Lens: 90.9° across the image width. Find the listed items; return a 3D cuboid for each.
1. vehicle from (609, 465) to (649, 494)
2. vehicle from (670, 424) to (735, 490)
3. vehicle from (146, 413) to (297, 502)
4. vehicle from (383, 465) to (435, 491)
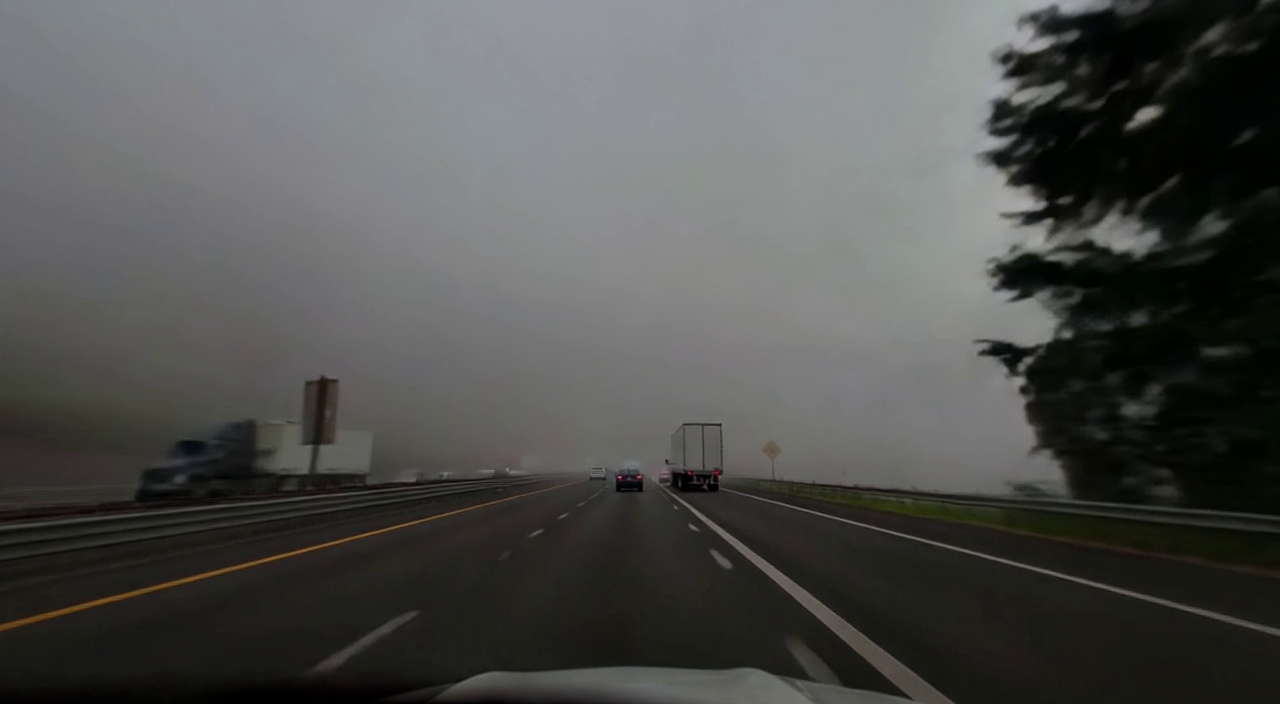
[{"bbox_3d":[-0.605,6.902,34.314,2.010,1.436,3.973,1,-10,-1],"label":"vehicle"},{"bbox_3d":[4.239,7.870,46.651,3.218,4.001,14.492,1,-10,0],"label":"vehicle"},{"bbox_3d":[-20.129,5.197,30.877,2.995,3.894,5.957,1,-10,0],"label":"vehicle"},{"bbox_3d":[-15.845,8.697,43.512,1.954,1.660,4.158,1,-10,0],"label":"vehicle"}]
